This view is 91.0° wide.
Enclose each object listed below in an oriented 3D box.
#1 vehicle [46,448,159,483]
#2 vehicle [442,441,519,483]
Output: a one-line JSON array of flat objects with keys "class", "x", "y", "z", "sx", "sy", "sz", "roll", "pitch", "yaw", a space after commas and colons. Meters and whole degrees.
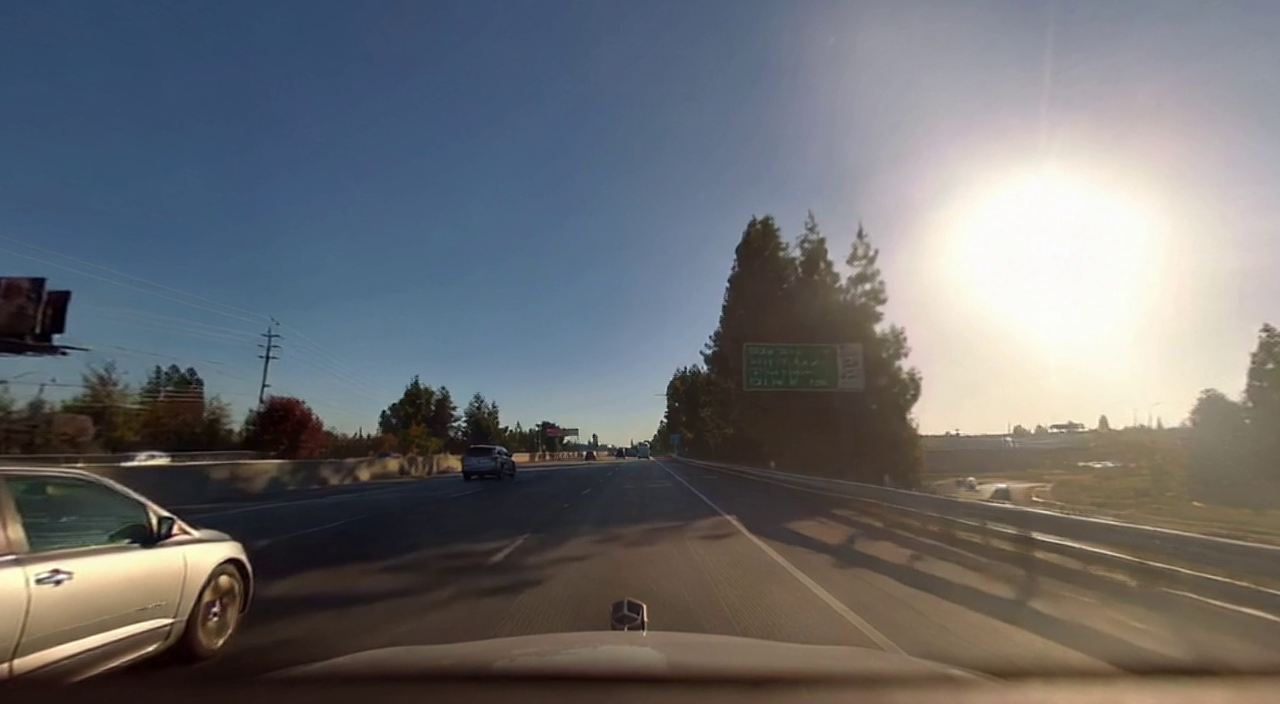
[{"class": "vehicle", "x": -28.602, "y": 6.019, "z": 33.738, "sx": 1.934, "sy": 1.691, "sz": 4.551, "roll": 0, "pitch": -9, "yaw": 1}, {"class": "vehicle", "x": -6.881, "y": 4.790, "z": 27.768, "sx": 2.055, "sy": 1.683, "sz": 4.804, "roll": 0, "pitch": -9, "yaw": 1}]
